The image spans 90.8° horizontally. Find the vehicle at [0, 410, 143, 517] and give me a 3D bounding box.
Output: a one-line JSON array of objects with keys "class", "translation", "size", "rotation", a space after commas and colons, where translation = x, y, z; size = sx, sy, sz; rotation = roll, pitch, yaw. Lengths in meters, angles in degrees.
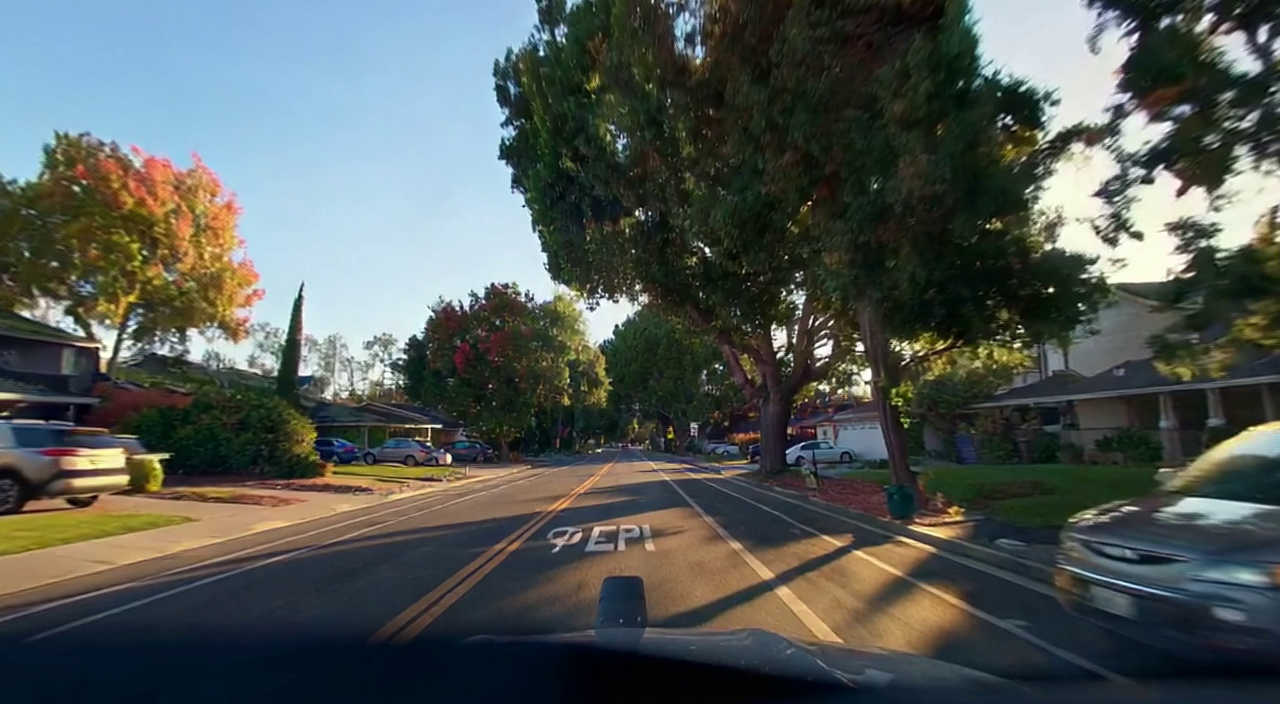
[{"class": "vehicle", "translation": [-12.497, 2.030, 11.702], "size": [4.722, 1.805, 2.043], "rotation": [0, -9, -2]}]

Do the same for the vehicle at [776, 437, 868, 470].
[{"class": "vehicle", "translation": [10.667, 5.952, 37.193], "size": [4.751, 1.518, 1.885], "rotation": [-4, -8, -1]}]

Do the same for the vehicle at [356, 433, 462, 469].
[{"class": "vehicle", "translation": [-12.576, 5.401, 34.576], "size": [5.009, 1.880, 1.961], "rotation": [-1, -8, 1]}]
